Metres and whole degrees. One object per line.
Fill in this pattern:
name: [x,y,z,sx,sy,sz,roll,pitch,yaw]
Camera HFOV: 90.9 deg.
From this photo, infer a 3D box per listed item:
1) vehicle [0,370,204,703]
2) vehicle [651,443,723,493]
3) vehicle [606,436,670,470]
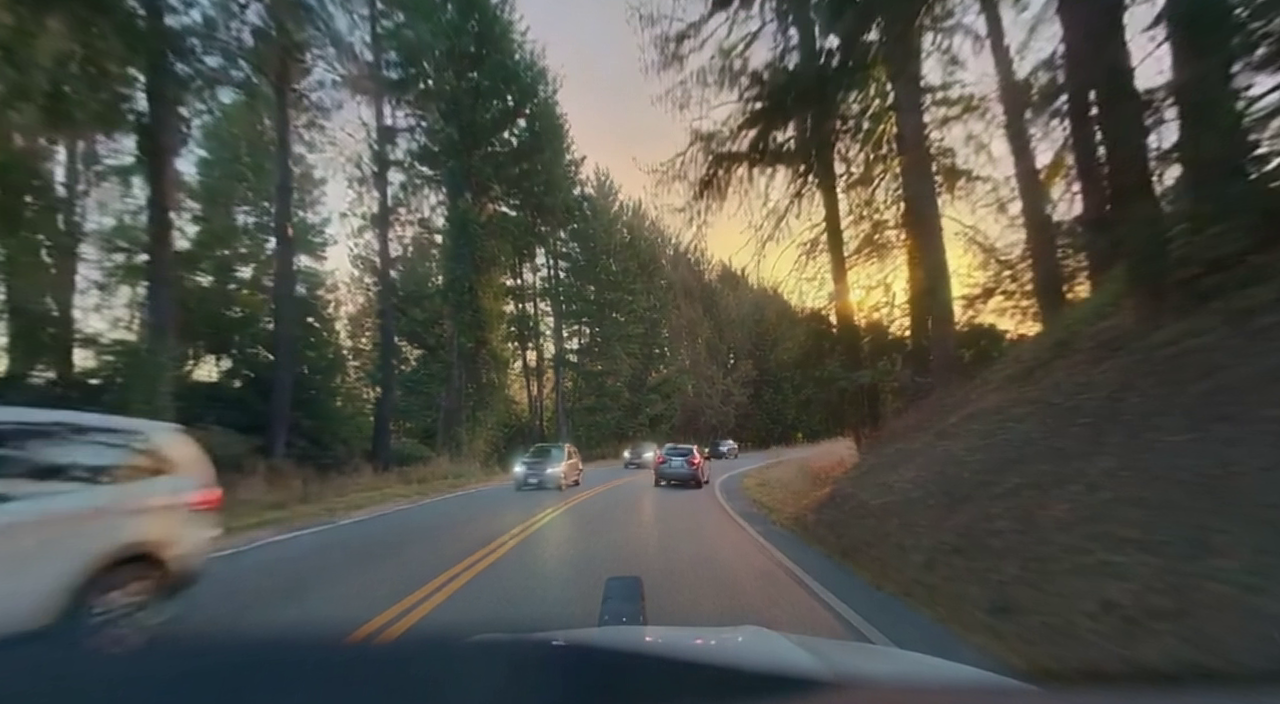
vehicle: [-4.157,0.828,2.126,2.173,1.738,4.297,0,-9,2]
vehicle: [1.777,4.022,22.304,2.274,1.583,4.349,-1,-9,8]
vehicle: [-0.034,5.584,34.985,2.347,1.757,4.359,-2,-9,17]
